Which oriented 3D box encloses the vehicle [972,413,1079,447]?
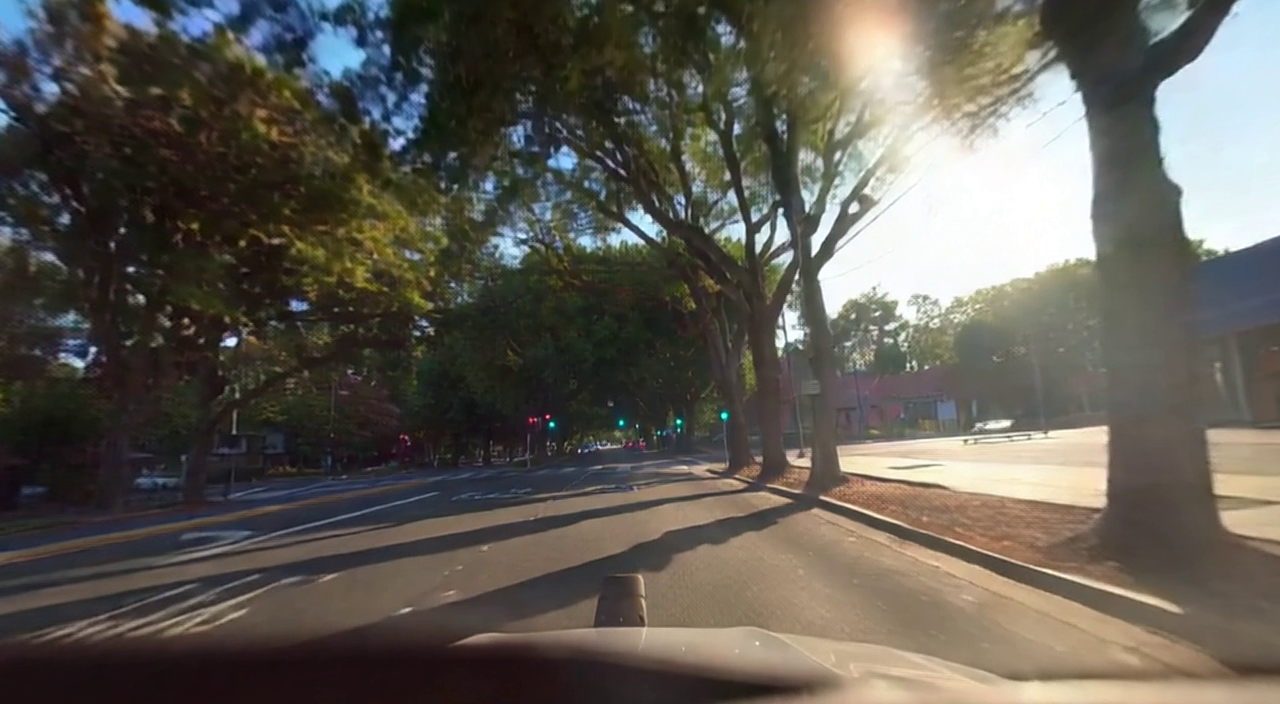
[{"bbox_3d":[23.130,4.689,38.044,4.902,1.519,2.182,-5,-7,-1],"label":"vehicle"}]
